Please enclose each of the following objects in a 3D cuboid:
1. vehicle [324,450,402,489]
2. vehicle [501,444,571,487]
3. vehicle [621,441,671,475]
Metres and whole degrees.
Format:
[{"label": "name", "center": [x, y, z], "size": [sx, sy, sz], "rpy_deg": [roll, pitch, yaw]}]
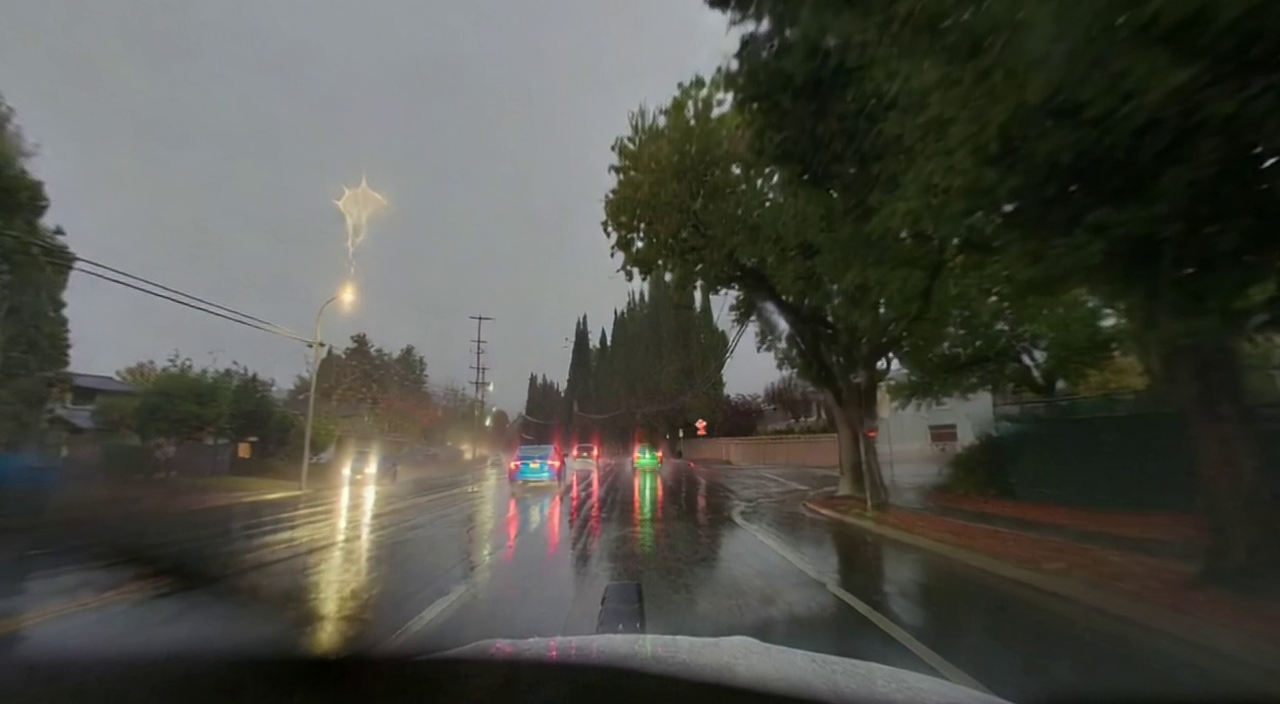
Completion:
[{"label": "vehicle", "center": [-14.352, 6.080, 33.094], "size": [2.083, 1.817, 4.532], "rpy_deg": [0, -8, -1]}, {"label": "vehicle", "center": [-3.732, 4.156, 23.486], "size": [1.913, 1.425, 4.235], "rpy_deg": [0, -8, -1]}, {"label": "vehicle", "center": [0.199, 4.986, 29.973], "size": [2.168, 1.504, 4.284], "rpy_deg": [0, -8, -2]}]
